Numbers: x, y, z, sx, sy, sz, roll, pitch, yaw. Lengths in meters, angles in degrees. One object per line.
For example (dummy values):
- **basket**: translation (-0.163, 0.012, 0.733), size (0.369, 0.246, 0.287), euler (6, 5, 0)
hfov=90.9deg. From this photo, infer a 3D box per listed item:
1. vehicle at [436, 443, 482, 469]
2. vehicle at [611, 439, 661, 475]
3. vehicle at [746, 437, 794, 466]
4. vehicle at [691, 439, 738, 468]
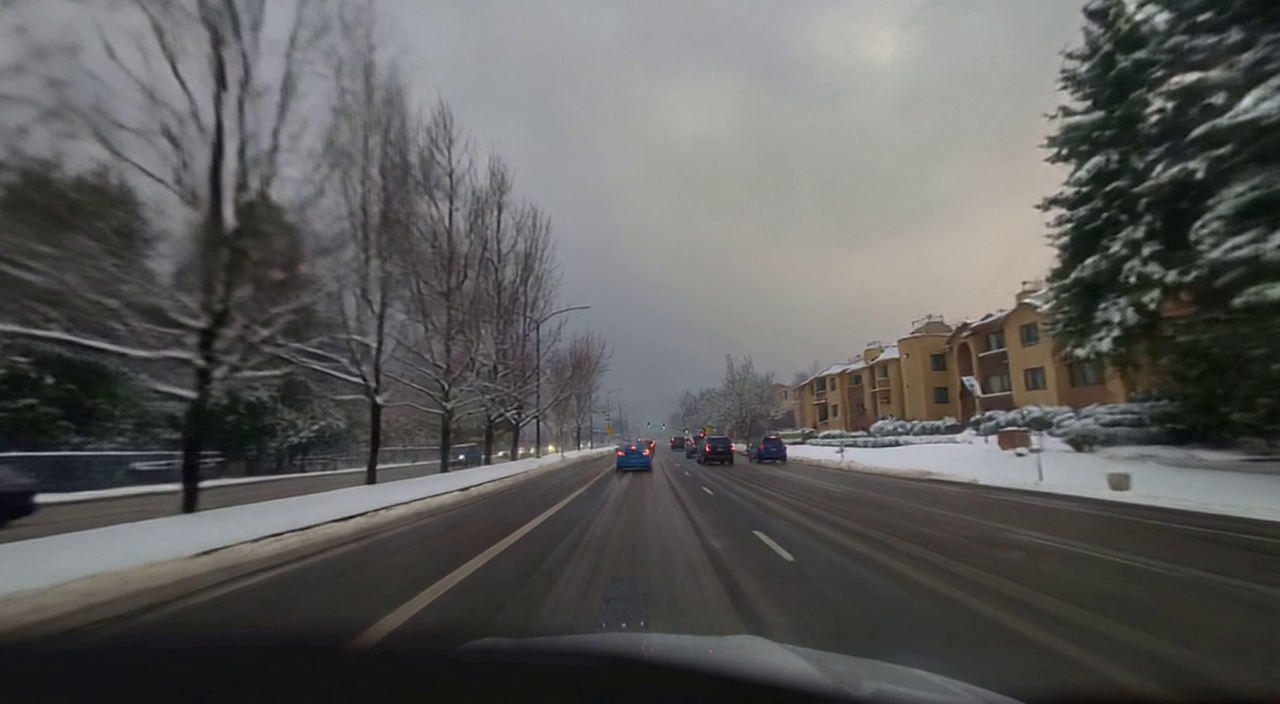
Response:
- **vehicle**: translation (-13.471, 7.760, 47.265), size (2.019, 1.778, 4.593), euler (0, -8, 1)
- **vehicle**: translation (-0.139, 4.787, 28.958), size (2.102, 1.481, 3.907), euler (0, -8, 1)
- **vehicle**: translation (7.888, 6.071, 38.565), size (1.972, 1.700, 4.269), euler (0, -8, 0)
- **vehicle**: translation (4.085, 5.637, 35.117), size (2.067, 1.514, 4.188), euler (0, -8, 0)
